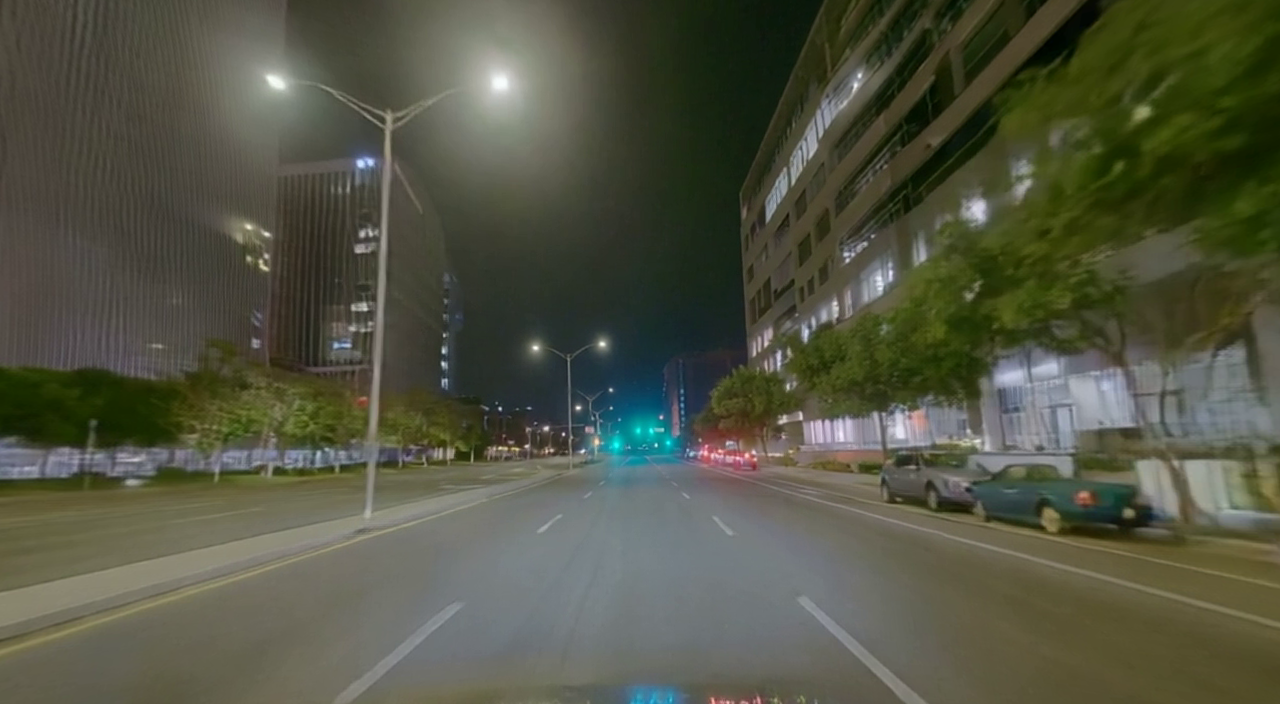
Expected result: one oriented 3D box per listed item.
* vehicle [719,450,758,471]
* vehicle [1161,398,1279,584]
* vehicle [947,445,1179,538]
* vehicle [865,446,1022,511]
[{"bbox_3d":[7.522,8.352,48.908,2.066,1.451,4.783,0,-8,-2],"label":"vehicle"},{"bbox_3d":[7.593,1.272,5.488,2.152,1.869,4.476,0,-8,-2],"label":"vehicle"},{"bbox_3d":[7.749,2.531,12.136,1.714,1.439,4.020,0,-8,1],"label":"vehicle"},{"bbox_3d":[7.853,3.275,16.925,1.913,1.465,4.446,0,-8,-1],"label":"vehicle"}]
